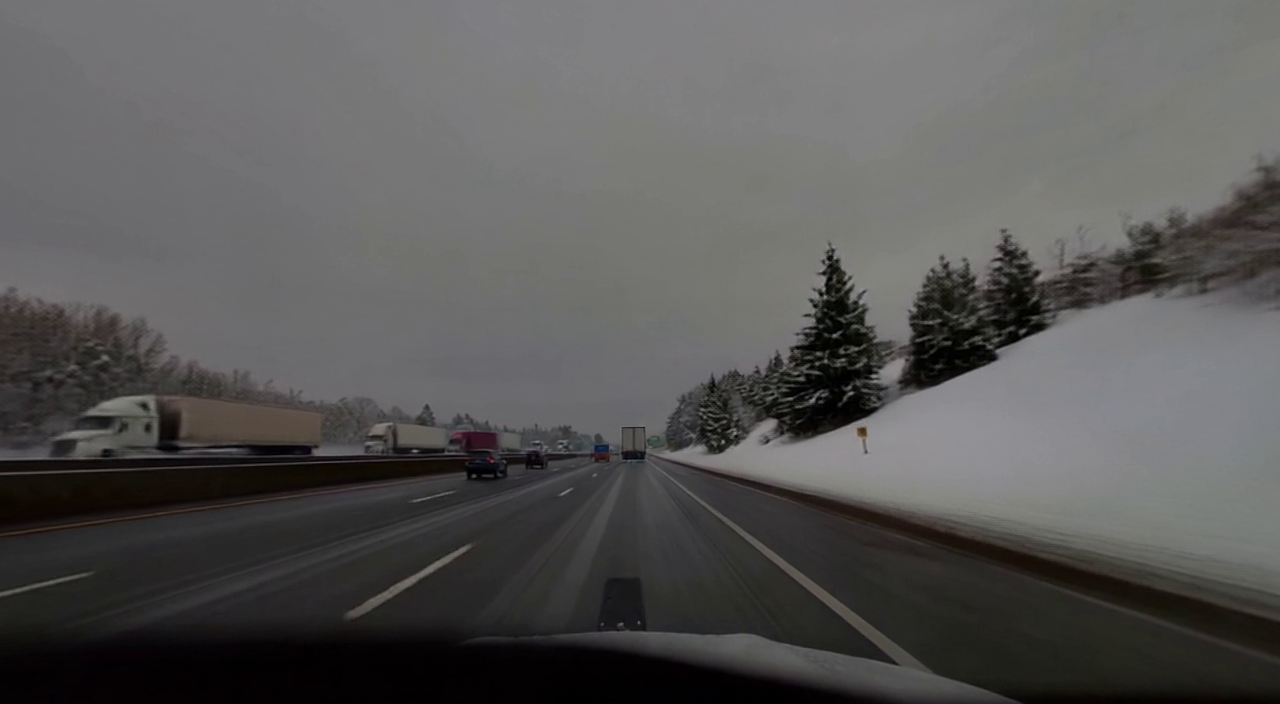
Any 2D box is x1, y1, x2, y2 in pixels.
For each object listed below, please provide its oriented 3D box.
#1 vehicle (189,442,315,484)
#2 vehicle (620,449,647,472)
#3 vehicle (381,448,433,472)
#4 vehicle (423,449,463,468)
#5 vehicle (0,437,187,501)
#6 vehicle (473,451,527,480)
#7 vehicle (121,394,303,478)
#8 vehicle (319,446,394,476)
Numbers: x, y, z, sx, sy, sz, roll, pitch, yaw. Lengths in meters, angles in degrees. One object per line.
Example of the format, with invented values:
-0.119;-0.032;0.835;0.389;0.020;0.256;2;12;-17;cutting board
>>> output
-14.842;4.279;24.467;2.121;1.452;4.356;0;-9;-1;vehicle
-0.494;8.165;47.460;2.009;1.657;3.962;0;-9;-1;vehicle
-15.006;6.958;40.818;1.851;1.438;4.071;0;-9;-1;vehicle
-15.198;8.228;48.733;1.837;1.427;4.020;0;-9;-1;vehicle
-14.469;2.994;16.512;2.056;1.438;4.297;0;-9;-1;vehicle
-7.556;6.134;34.426;1.895;1.446;4.456;0;-9;0;vehicle
-19.593;4.043;29.716;2.935;3.383;7.992;0;-9;0;vehicle
-15.131;5.843;33.963;1.918;1.466;4.632;0;-9;-1;vehicle
